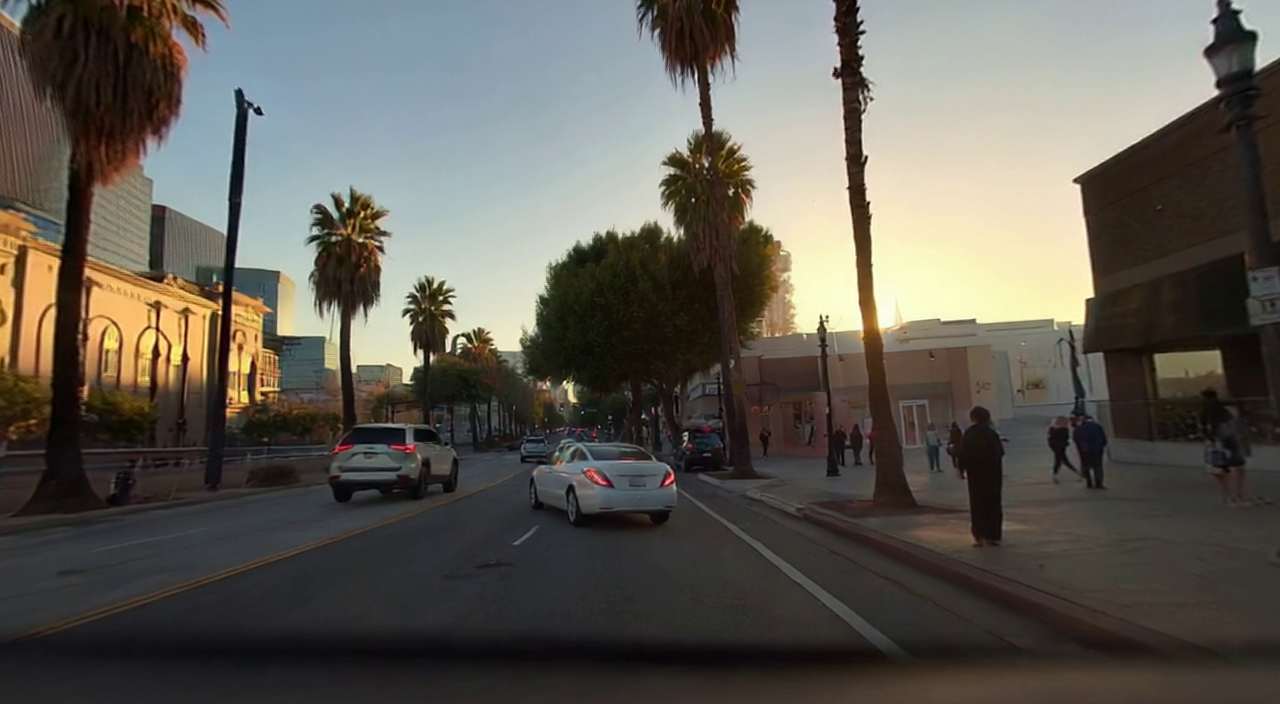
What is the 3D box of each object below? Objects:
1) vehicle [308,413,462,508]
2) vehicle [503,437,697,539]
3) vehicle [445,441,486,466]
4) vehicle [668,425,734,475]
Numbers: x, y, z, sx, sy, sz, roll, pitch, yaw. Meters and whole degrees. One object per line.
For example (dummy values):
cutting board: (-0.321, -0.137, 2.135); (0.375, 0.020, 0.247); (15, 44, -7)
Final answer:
vehicle: (-6.383, 2.790, 16.652); (2.164, 2.047, 5.455); (0, -8, -5)
vehicle: (-1.000, 2.383, 11.846); (1.930, 1.477, 4.657); (4, -9, -27)
vehicle: (-11.947, 6.956, 43.491); (1.930, 1.583, 4.423); (0, -8, -5)
vehicle: (2.775, 4.645, 29.979); (2.126, 2.167, 5.098); (1, -9, -6)
